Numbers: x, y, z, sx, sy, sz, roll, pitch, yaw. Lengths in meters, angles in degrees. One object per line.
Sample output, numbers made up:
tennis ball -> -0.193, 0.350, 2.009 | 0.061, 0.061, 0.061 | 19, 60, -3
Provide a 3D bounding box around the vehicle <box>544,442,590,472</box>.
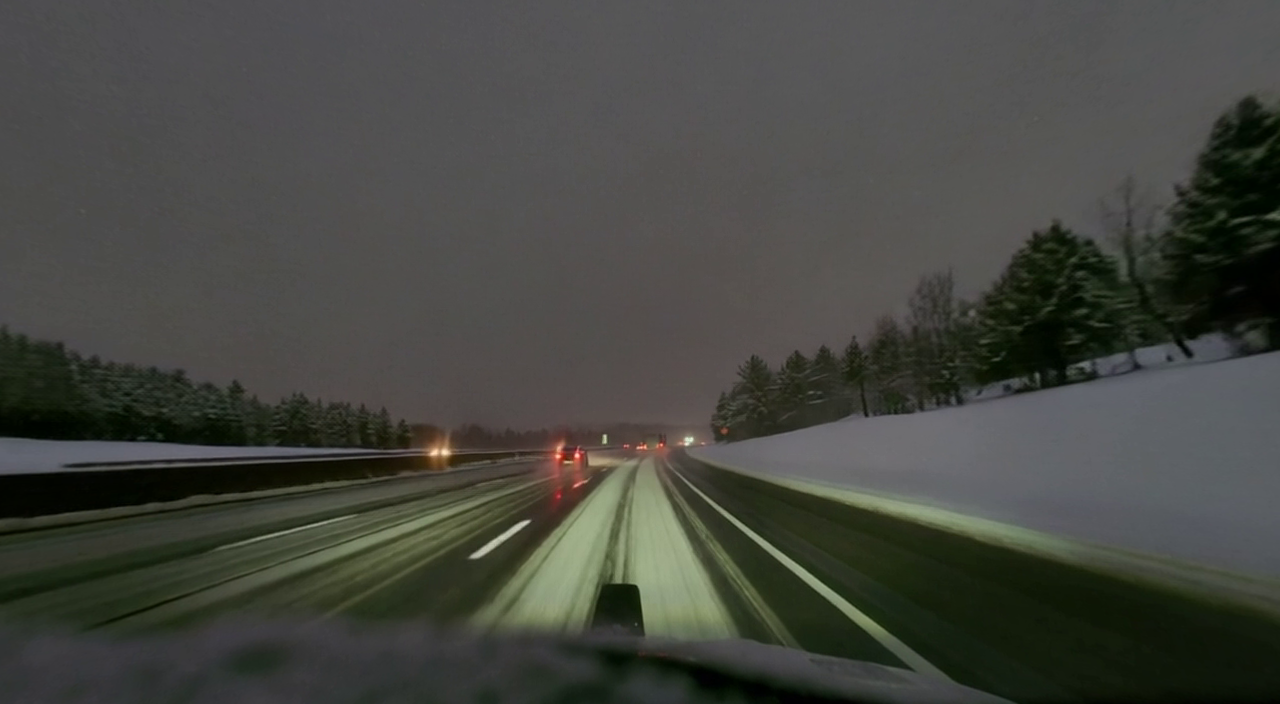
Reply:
vehicle -> -4.090, 6.005, 36.064 | 1.961, 1.540, 4.487 | -1, -9, 2
